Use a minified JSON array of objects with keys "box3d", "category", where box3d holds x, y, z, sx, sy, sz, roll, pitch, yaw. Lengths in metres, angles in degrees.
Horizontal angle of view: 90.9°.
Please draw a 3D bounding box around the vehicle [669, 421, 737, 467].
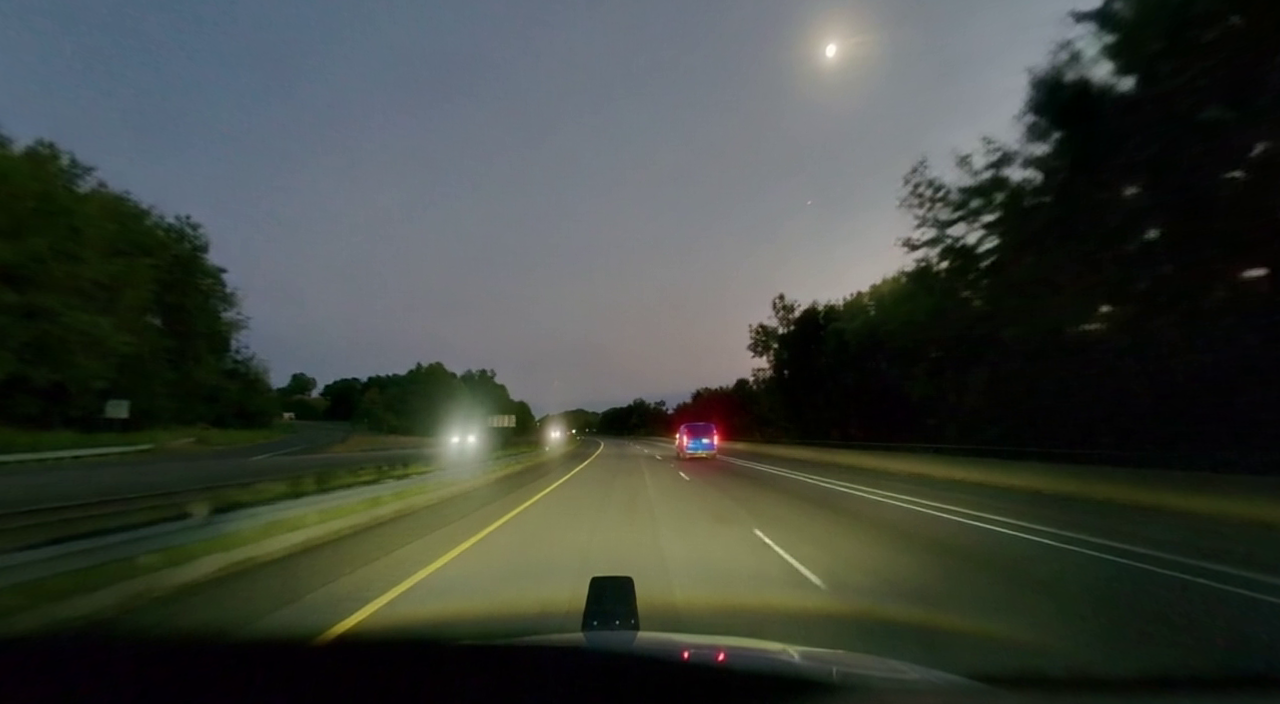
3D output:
[{"box3d":[2.571,3.915,27.036,2.240,1.801,4.545,0,-8,-3],"category":"vehicle"}]
